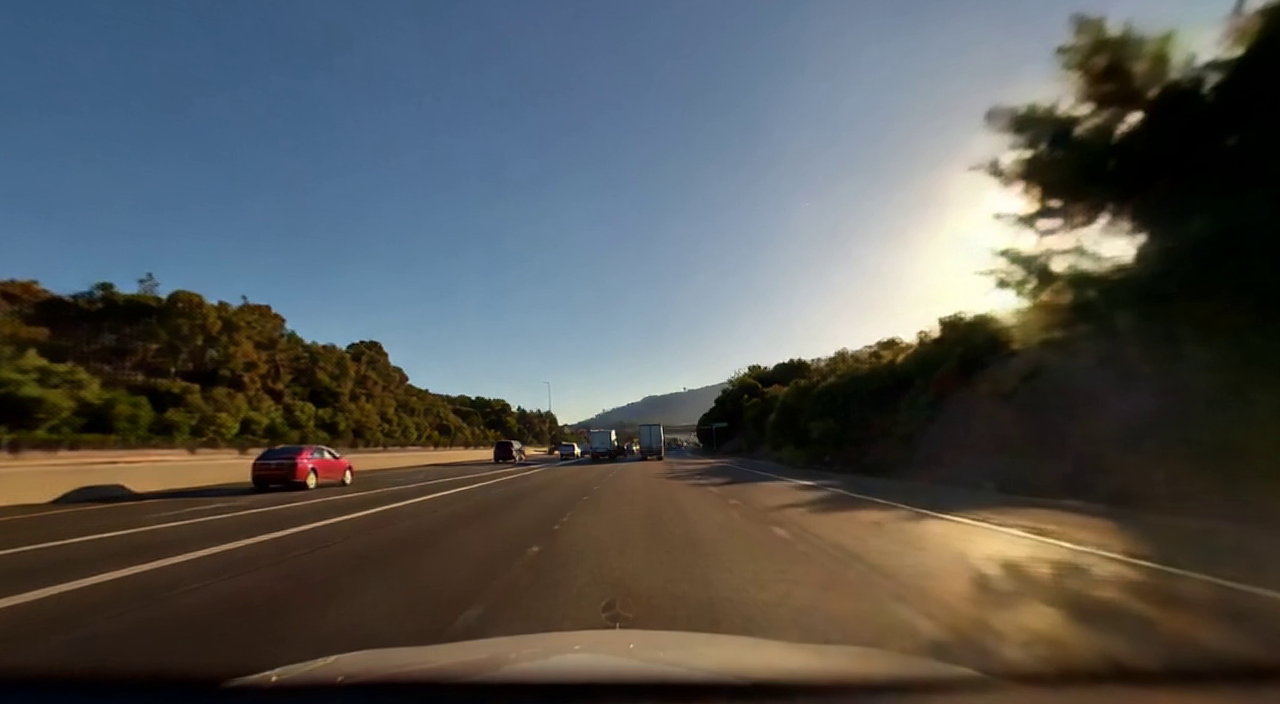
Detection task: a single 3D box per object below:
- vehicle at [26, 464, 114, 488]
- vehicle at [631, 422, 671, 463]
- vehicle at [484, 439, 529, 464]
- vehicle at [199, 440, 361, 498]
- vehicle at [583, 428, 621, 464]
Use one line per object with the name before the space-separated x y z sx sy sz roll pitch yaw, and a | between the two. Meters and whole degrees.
vehicle | -43.283 9.409 48.141 2.107 1.552 4.767 0 -9 2
vehicle | 0.849 6.833 47.919 2.768 2.854 6.757 1 -8 1
vehicle | -9.973 7.454 47.605 2.080 1.777 5.450 0 -8 2
vehicle | -10.206 3.329 18.442 1.952 1.457 4.689 0 -8 0
vehicle | -2.770 7.116 47.732 2.328 2.519 5.238 0 -8 2
